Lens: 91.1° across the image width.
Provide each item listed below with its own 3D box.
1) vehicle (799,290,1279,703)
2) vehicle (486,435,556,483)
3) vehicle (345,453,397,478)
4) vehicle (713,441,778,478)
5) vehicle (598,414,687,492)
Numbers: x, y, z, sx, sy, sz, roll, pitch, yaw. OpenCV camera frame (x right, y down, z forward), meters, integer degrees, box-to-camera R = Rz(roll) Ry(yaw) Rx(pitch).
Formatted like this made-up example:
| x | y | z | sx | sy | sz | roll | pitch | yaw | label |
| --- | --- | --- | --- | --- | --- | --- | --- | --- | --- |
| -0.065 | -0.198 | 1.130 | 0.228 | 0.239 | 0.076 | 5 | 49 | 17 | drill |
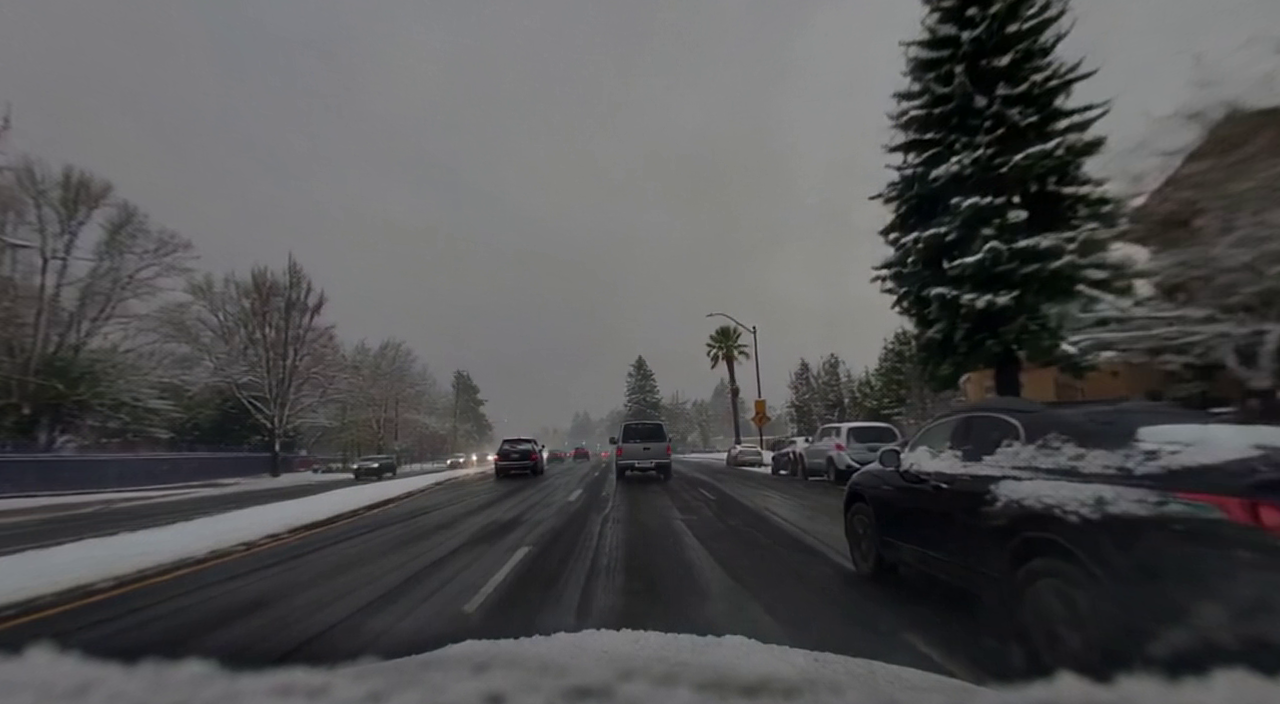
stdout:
| x | y | z | sx | sy | sz | roll | pitch | yaw | label |
| --- | --- | --- | --- | --- | --- | --- | --- | --- | --- |
| 3.410 | 1.138 | 4.990 | 2.576 | 1.815 | 6.267 | 0 | -9 | -1 | vehicle |
| -4.543 | 4.151 | 24.621 | 2.235 | 1.682 | 4.662 | 1 | -9 | -5 | vehicle |
| -19.467 | 8.183 | 45.630 | 2.048 | 1.679 | 4.356 | 0 | -9 | -3 | vehicle |
| 4.299 | 4.469 | 26.409 | 2.178 | 1.411 | 4.732 | 0 | -9 | 3 | vehicle |
| -0.095 | 3.277 | 20.688 | 2.507 | 2.161 | 6.049 | 1 | -9 | -3 | vehicle |
